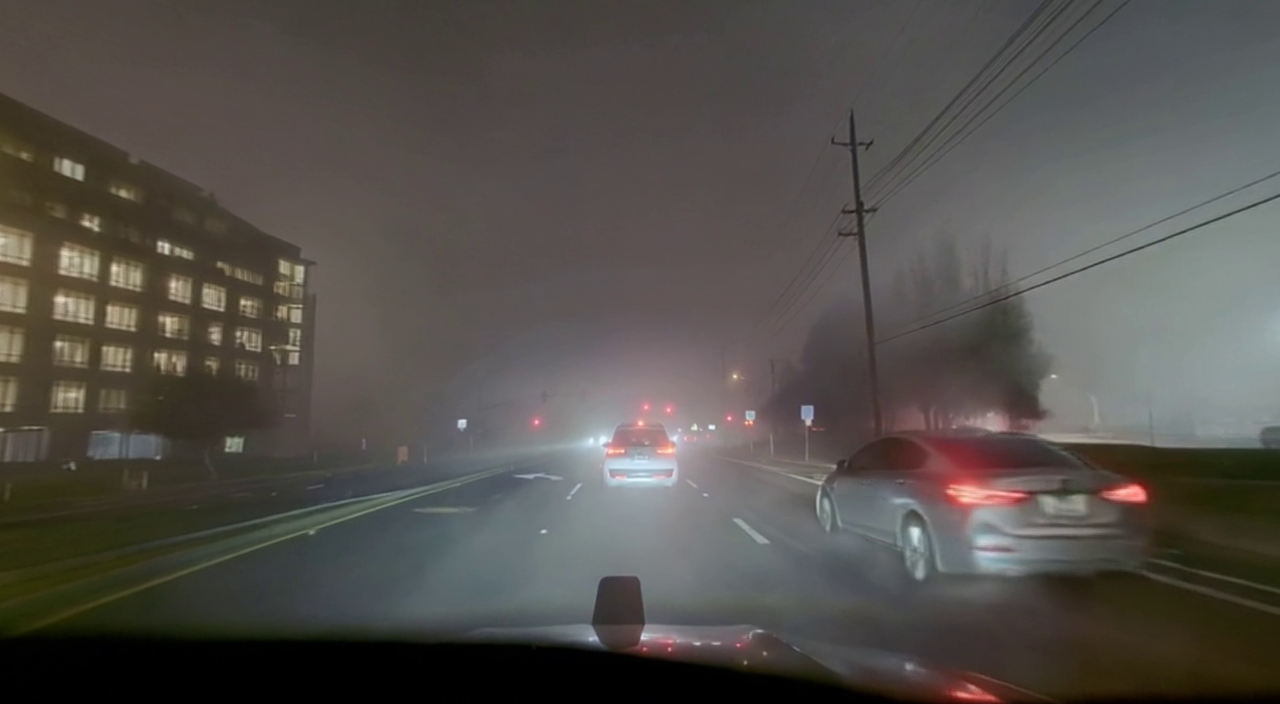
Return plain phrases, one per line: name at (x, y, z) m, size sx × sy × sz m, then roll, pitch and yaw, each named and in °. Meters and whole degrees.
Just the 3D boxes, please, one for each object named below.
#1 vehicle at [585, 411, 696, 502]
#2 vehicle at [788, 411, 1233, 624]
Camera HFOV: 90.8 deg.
vehicle at (0.014, 2.392, 14.761) m, size 2.189 × 1.776 × 4.342 m, roll 0°, pitch -8°, yaw 0°
vehicle at (3.168, 1.500, 6.815) m, size 1.990 × 1.482 × 4.575 m, roll 0°, pitch -8°, yaw 0°
